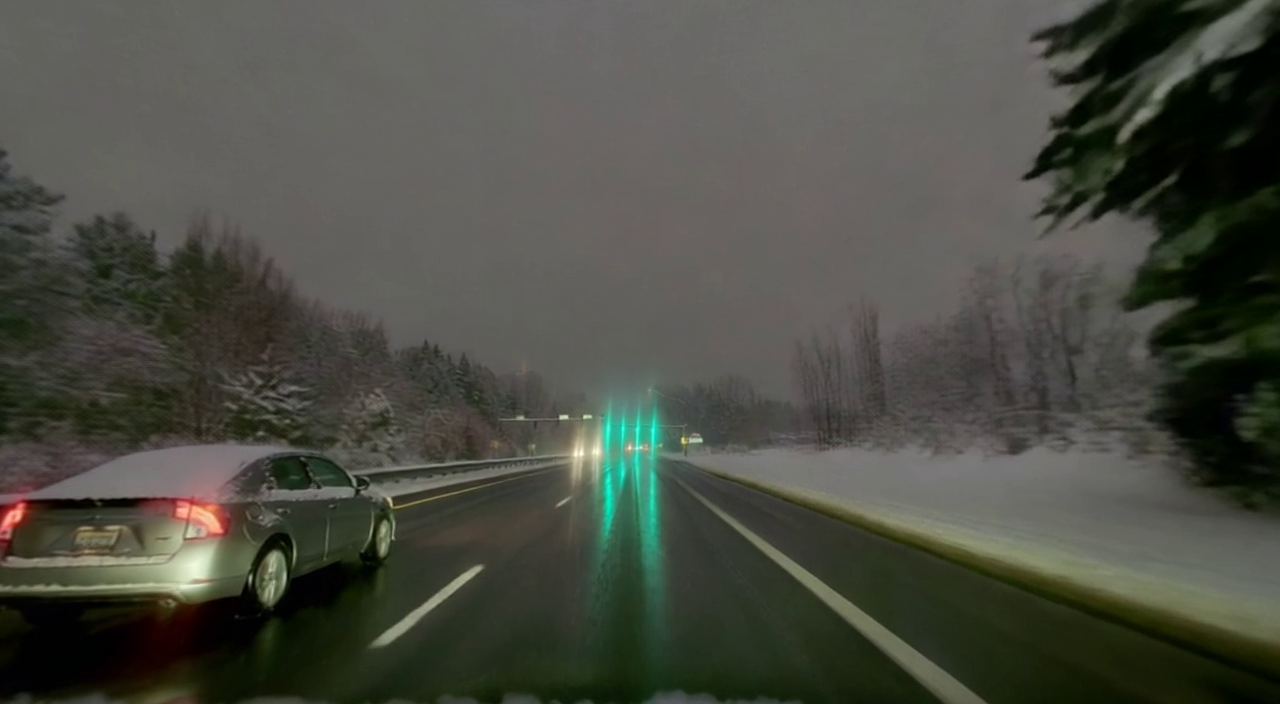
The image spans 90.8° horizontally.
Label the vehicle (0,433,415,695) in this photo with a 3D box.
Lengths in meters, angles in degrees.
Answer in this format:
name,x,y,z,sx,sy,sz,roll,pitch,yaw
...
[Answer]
name,x,y,z,sx,sy,sz,roll,pitch,yaw
vehicle,-3.779,1.492,5.660,1.946,1.437,4.154,0,-8,1
